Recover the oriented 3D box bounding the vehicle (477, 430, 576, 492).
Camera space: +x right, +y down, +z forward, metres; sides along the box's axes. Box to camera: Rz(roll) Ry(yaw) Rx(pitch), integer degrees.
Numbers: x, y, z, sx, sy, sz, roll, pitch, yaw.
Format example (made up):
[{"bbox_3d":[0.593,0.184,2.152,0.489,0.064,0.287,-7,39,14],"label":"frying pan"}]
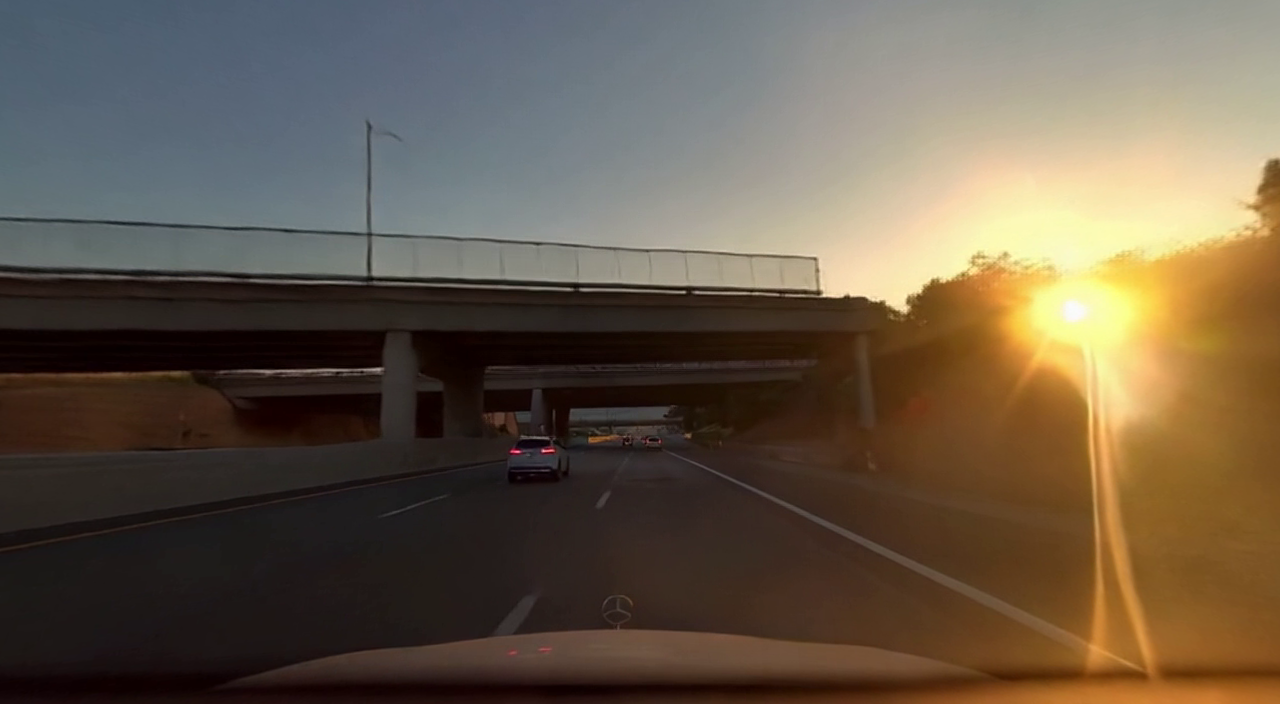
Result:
[{"bbox_3d":[-3.174,3.118,18.508,2.039,1.589,4.324,0,-8,1],"label":"vehicle"}]
